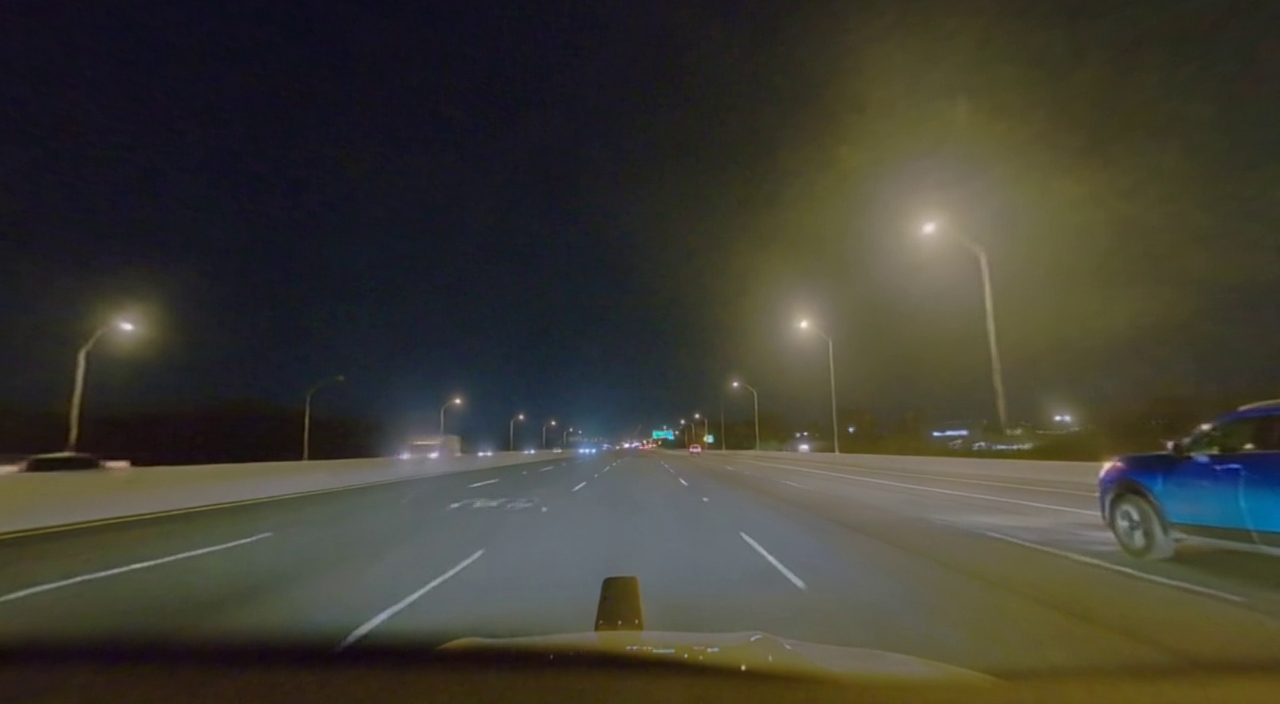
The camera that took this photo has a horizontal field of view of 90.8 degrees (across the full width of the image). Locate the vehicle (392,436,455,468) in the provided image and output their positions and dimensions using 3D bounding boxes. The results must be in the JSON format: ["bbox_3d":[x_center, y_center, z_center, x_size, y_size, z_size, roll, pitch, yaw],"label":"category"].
[{"bbox_3d":[-14.515,6.728,42.620,2.327,1.992,5.241,0,-9,1],"label":"vehicle"}]

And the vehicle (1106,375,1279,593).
[{"bbox_3d":[6.750,1.111,5.222,2.222,1.899,4.595,0,-9,0],"label":"vehicle"}]
